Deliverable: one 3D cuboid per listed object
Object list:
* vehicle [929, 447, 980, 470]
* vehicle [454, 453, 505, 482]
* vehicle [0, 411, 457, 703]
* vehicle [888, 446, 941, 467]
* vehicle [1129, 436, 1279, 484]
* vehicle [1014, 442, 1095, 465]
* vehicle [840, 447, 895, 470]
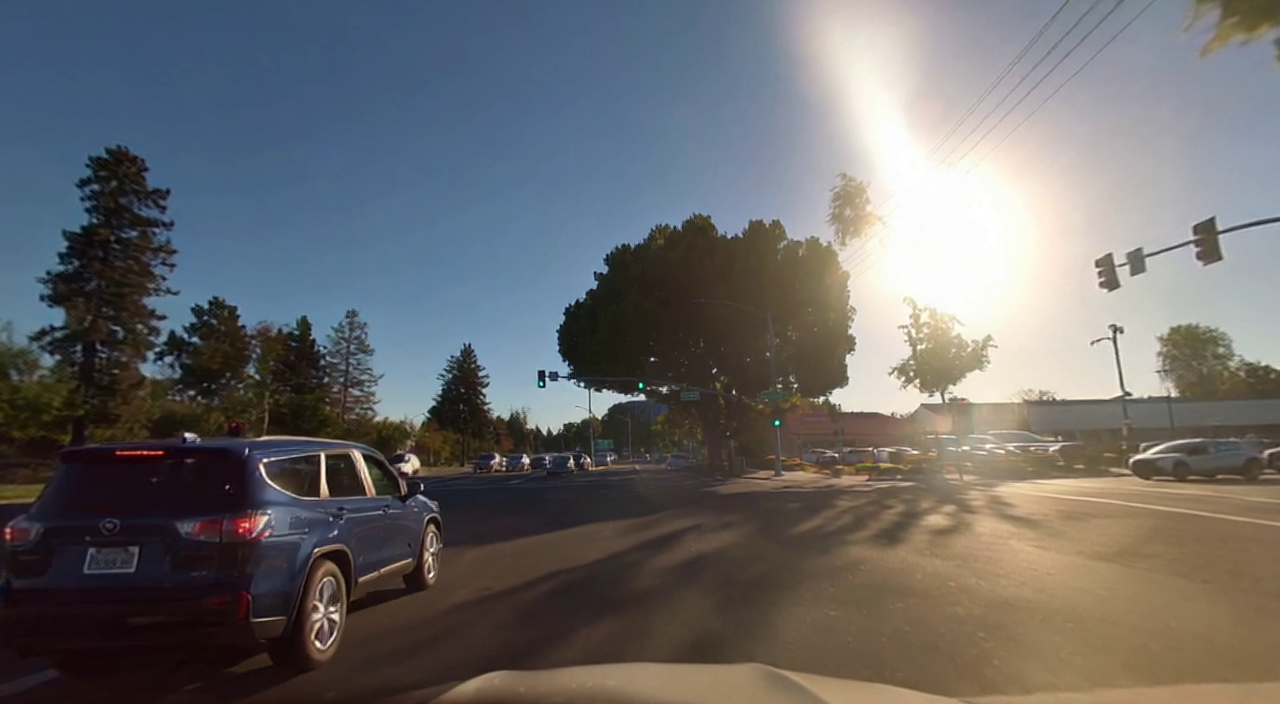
[{"bbox_3d":[21.619,7.257,43.189,1.930,1.410,4.313,-8,-11,42],"label":"vehicle"},{"bbox_3d":[-10.496,7.545,41.582,1.905,1.724,4.449,-1,-8,4],"label":"vehicle"},{"bbox_3d":[-2.847,1.217,3.848,1.924,1.482,4.734,0,-8,1],"label":"vehicle"},{"bbox_3d":[19.581,7.392,44.833,1.945,1.434,4.293,-8,-12,44],"label":"vehicle"},{"bbox_3d":[19.439,3.596,21.097,4.552,1.492,2.002,1,-9,-5],"label":"vehicle"},{"bbox_3d":[30.335,7.415,46.169,4.678,1.558,1.883,1,-9,-5],"label":"vehicle"},{"bbox_3d":[17.171,7.983,47.352,2.060,1.445,4.712,-9,-11,43],"label":"vehicle"}]
